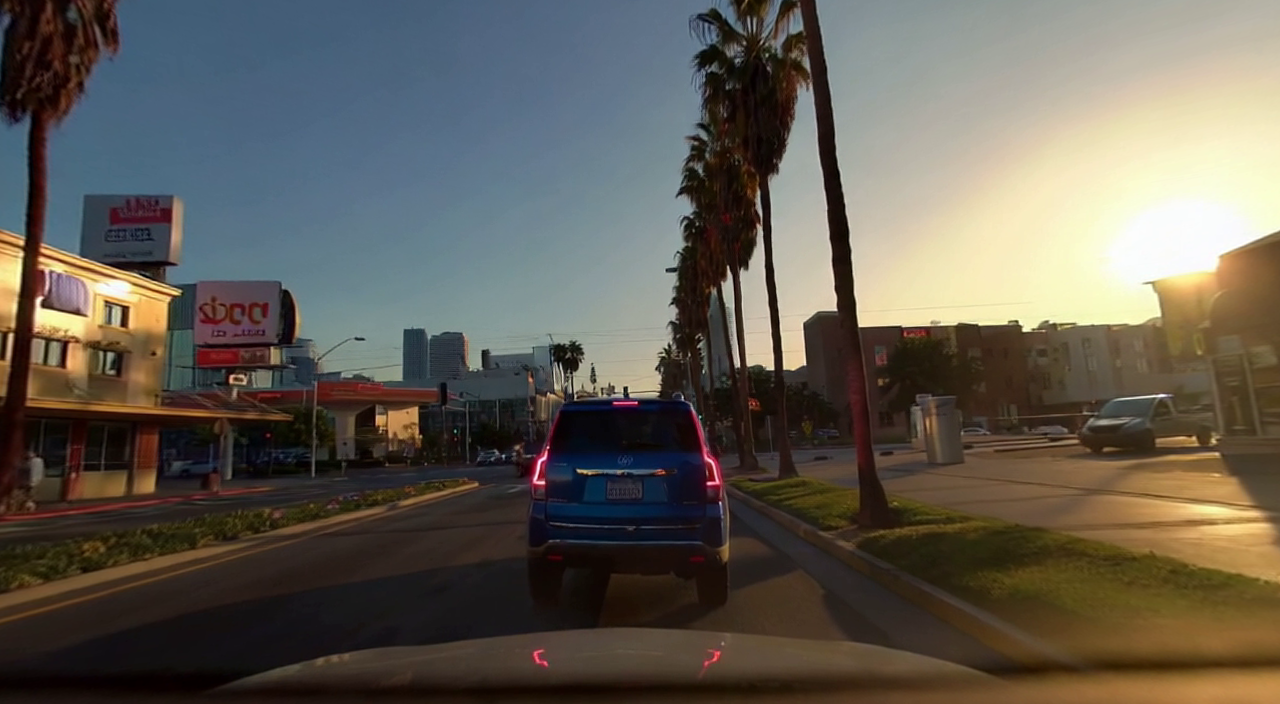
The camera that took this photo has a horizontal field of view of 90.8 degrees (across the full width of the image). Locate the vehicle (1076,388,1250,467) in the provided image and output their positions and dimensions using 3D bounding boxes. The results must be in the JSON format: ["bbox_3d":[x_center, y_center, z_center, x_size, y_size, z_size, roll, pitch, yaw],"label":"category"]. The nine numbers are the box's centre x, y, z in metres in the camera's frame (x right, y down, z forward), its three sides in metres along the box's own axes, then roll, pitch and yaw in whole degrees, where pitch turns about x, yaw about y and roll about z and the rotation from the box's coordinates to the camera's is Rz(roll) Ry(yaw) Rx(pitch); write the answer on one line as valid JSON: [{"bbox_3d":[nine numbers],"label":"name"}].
[{"bbox_3d":[16.119,2.388,19.354,6.060,2.047,2.490,6,-11,-36],"label":"vehicle"}]

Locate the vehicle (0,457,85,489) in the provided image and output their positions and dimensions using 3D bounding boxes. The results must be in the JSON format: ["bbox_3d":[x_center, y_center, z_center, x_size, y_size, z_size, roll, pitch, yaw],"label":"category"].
[{"bbox_3d":[-28.468,5.370,28.132,5.154,1.343,1.943,4,-9,-25],"label":"vehicle"}]

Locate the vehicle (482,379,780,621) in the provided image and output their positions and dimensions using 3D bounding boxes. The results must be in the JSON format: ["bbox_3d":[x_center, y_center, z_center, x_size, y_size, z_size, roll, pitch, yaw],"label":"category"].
[{"bbox_3d":[-0.120,1.401,6.789,2.234,1.818,3.869,0,-9,-2],"label":"vehicle"}]
